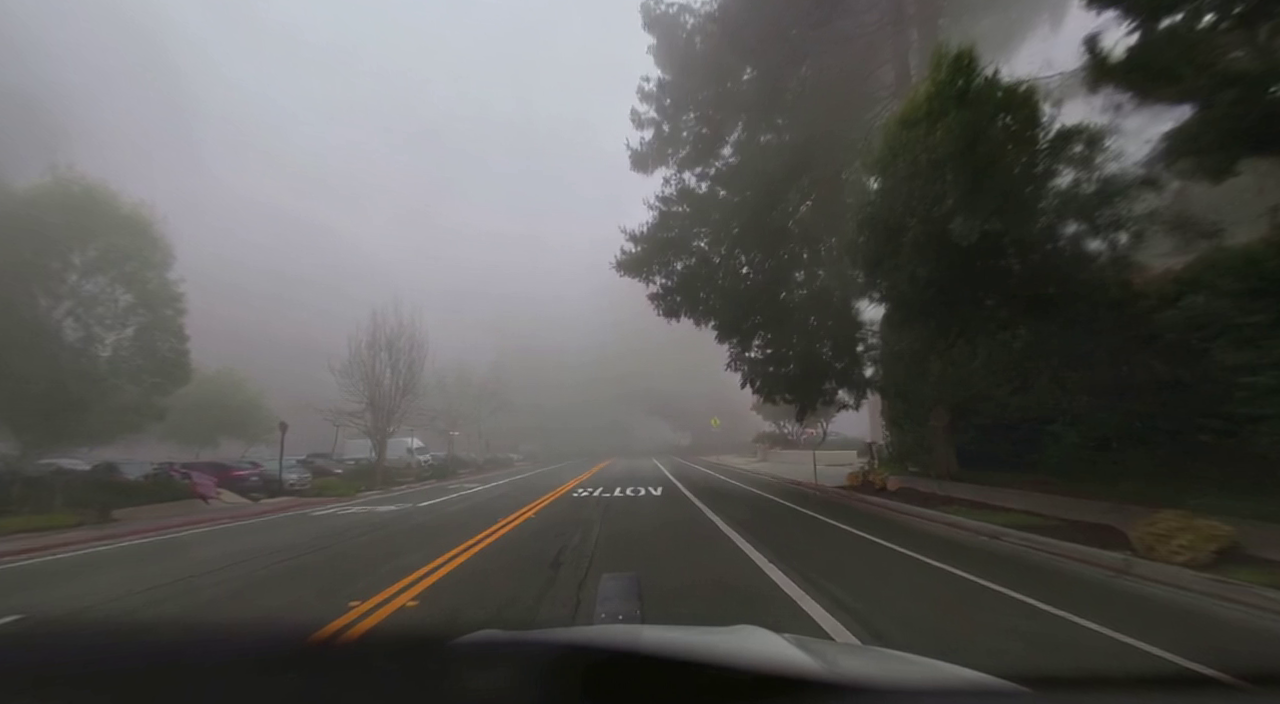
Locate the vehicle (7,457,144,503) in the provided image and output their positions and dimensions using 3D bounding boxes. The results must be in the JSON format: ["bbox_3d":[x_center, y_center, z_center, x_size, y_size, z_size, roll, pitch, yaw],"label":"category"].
[{"bbox_3d":[-24.292,5.483,27.468,1.959,1.697,4.633,1,-9,-6],"label":"vehicle"}]

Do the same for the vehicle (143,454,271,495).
[{"bbox_3d":[-19.298,5.414,28.205,4.752,1.690,1.990,-3,-9,16],"label":"vehicle"}]

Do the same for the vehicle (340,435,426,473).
[{"bbox_3d":[-19.483,7.706,47.867,5.971,2.749,2.293,-4,-9,22],"label":"vehicle"}]
